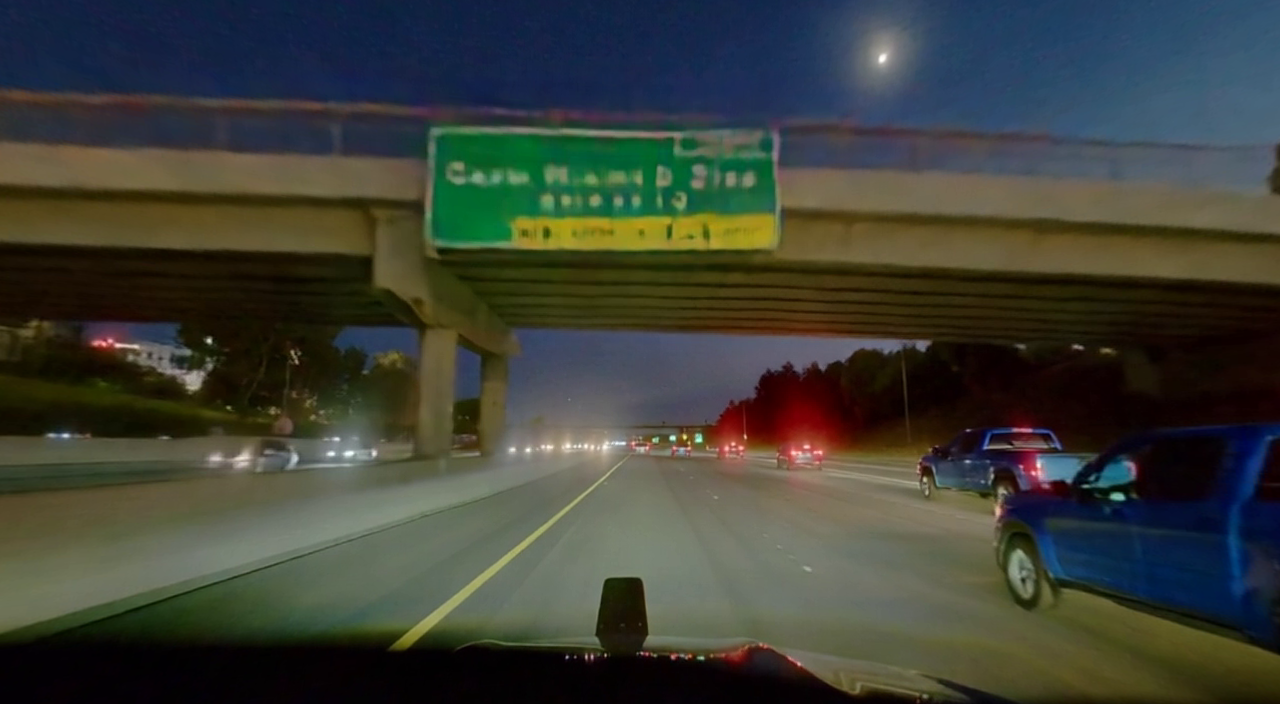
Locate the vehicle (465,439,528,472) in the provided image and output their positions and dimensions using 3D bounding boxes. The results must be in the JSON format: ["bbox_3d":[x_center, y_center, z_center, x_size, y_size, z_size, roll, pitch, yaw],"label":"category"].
[{"bbox_3d":[-7.491,5.434,33.480,2.142,1.609,4.783,0,-8,1],"label":"vehicle"}]

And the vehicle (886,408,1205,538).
[{"bbox_3d":[7.000,2.168,12.082,2.182,1.852,5.926,0,-8,0],"label":"vehicle"}]

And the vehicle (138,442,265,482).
[{"bbox_3d":[-17.851,4.480,26.017,1.928,1.482,4.576,0,-8,0],"label":"vehicle"}]
